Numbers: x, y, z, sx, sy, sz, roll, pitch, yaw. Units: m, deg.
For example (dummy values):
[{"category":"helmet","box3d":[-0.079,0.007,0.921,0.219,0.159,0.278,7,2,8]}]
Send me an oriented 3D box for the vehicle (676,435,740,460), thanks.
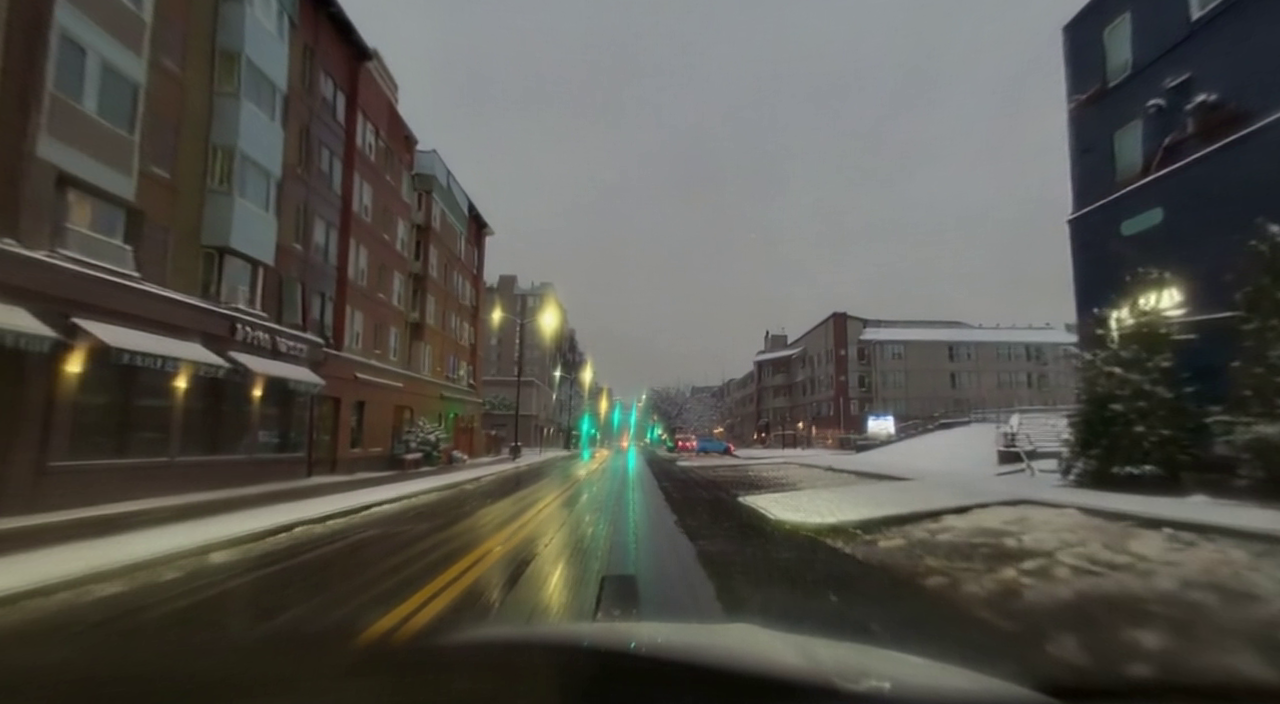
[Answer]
[{"category":"vehicle","box3d":[4.498,6.302,41.532,3.844,1.524,1.847,4,-9,-32]}]
